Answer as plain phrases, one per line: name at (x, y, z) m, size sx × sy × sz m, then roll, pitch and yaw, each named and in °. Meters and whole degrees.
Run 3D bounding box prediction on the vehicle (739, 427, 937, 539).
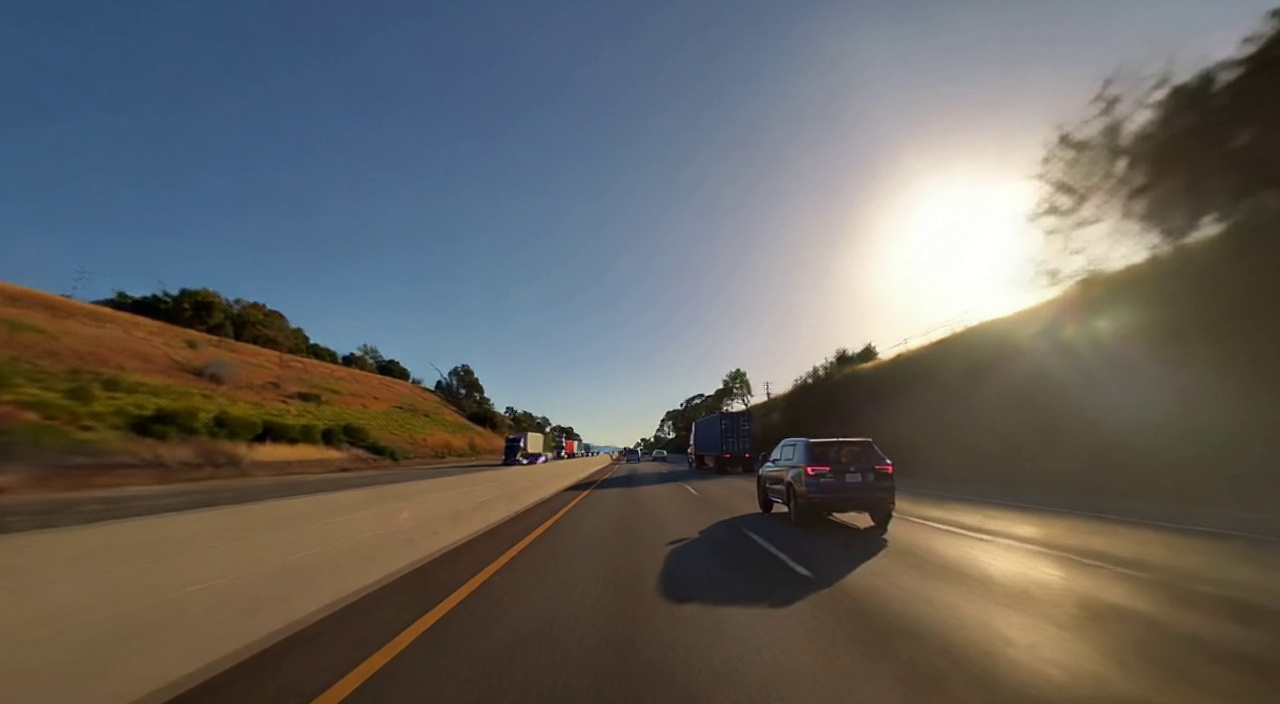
vehicle at (3.353, 2.328, 11.853) m, size 2.130 × 1.658 × 4.537 m, roll 0°, pitch -9°, yaw -2°
